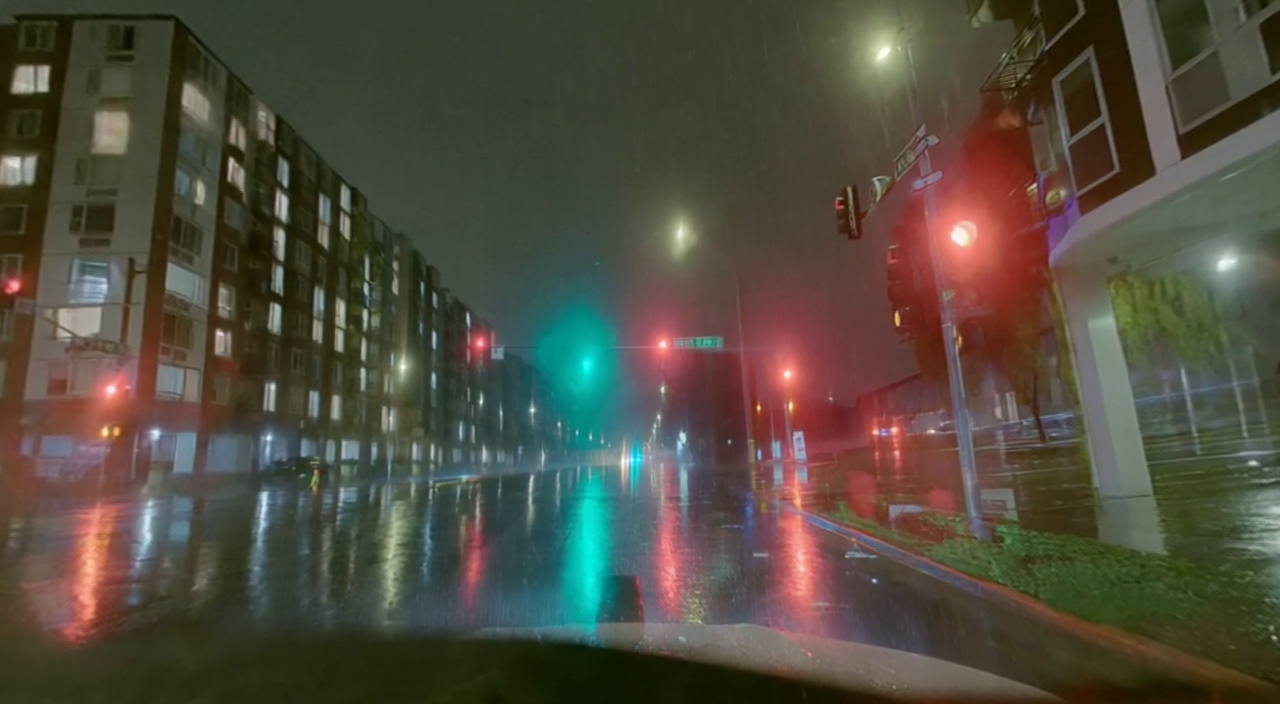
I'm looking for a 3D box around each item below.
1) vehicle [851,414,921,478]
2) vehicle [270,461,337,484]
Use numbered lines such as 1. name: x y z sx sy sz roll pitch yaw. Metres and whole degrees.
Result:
1. vehicle: 13.098 5.097 34.098 2.948 3.071 7.295 -3 -9 17
2. vehicle: -24.683 8.854 46.277 3.882 1.600 1.768 0 -9 2
